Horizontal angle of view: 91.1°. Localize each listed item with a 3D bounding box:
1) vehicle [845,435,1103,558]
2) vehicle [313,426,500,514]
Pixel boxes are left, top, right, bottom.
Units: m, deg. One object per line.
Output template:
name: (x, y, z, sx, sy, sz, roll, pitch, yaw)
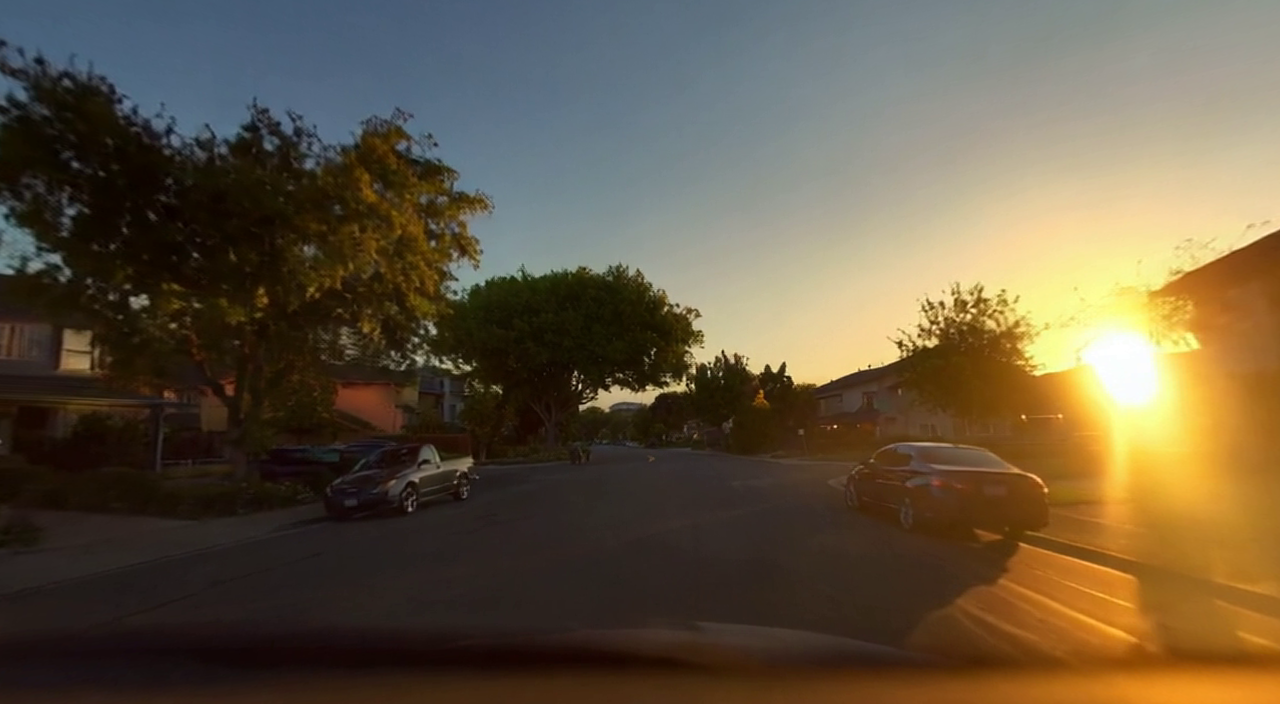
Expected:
vehicle: (4.771, 2.039, 9.956, 1.931, 1.395, 4.793, 0, -7, 6)
vehicle: (-4.900, 2.627, 13.995, 1.943, 1.433, 4.717, -7, -11, 5)
